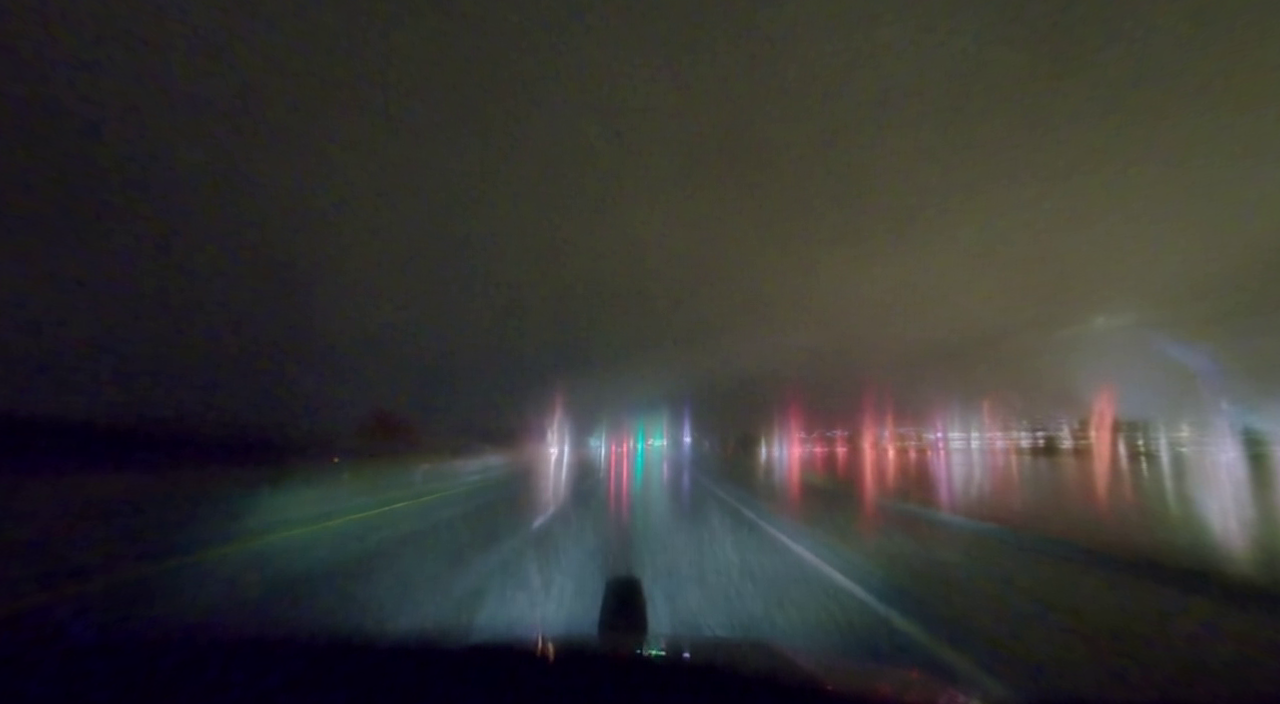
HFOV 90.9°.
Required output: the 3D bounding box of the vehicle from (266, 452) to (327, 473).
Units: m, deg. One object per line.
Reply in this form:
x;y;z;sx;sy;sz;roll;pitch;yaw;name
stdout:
-25.379;8.165;46.779;1.945;1.456;4.502;0;-8;0;vehicle
